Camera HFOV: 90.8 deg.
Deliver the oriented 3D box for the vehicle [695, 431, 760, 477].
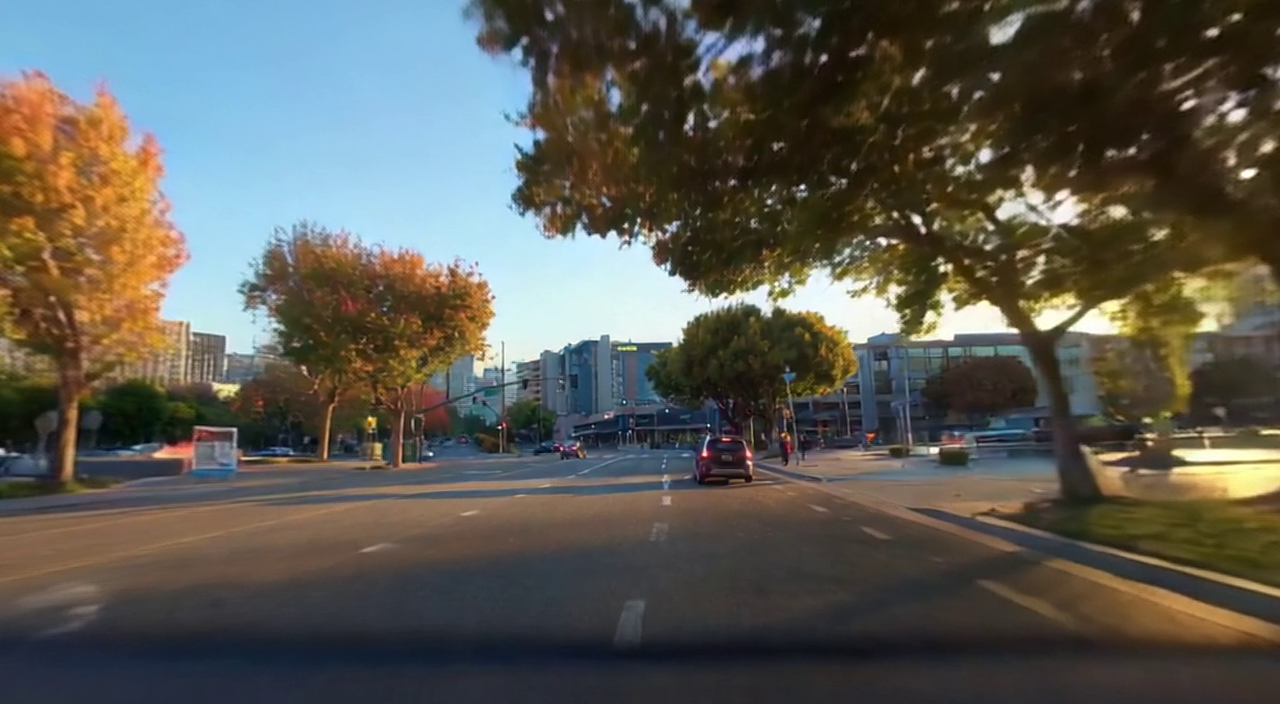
[{"bbox_3d":[3.388,4.060,25.312,2.230,1.683,4.204,-1,-8,3],"label":"vehicle"}]
